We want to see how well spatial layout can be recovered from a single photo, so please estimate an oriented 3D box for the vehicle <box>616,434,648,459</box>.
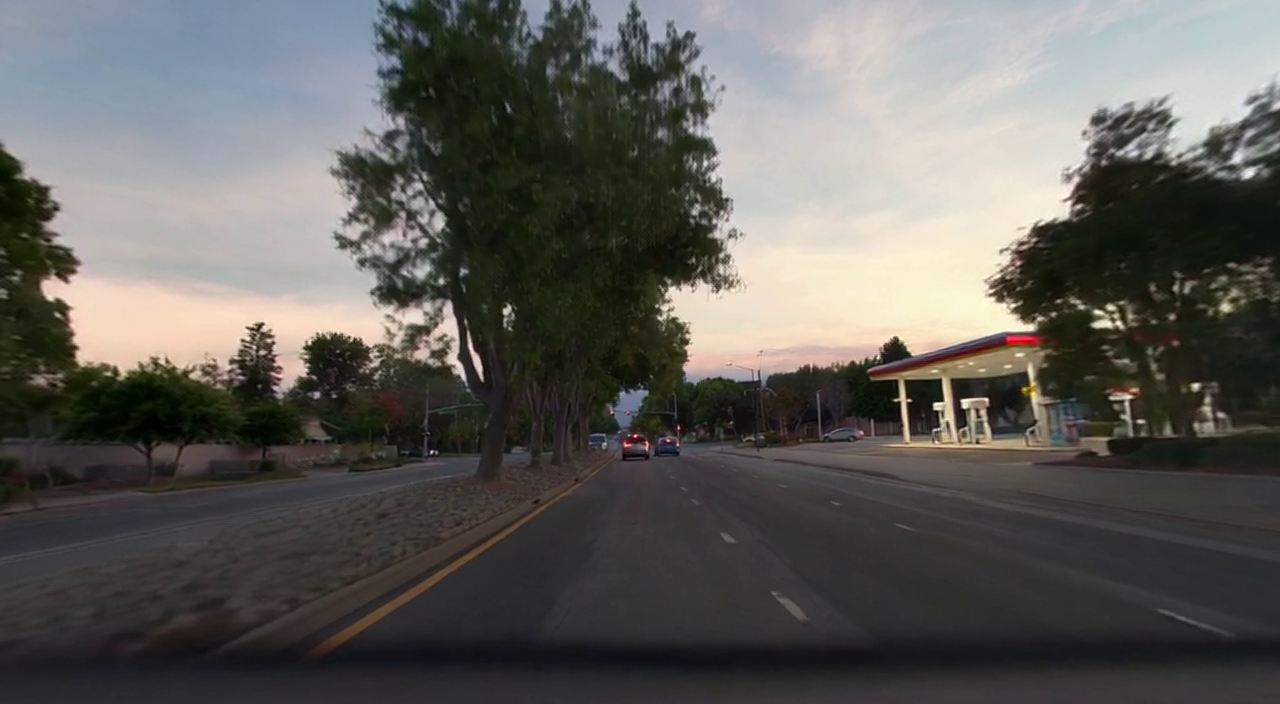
[{"bbox_3d":[-0.561,6.770,45.060,2.146,1.742,4.095,0,-9,-1],"label":"vehicle"}]
